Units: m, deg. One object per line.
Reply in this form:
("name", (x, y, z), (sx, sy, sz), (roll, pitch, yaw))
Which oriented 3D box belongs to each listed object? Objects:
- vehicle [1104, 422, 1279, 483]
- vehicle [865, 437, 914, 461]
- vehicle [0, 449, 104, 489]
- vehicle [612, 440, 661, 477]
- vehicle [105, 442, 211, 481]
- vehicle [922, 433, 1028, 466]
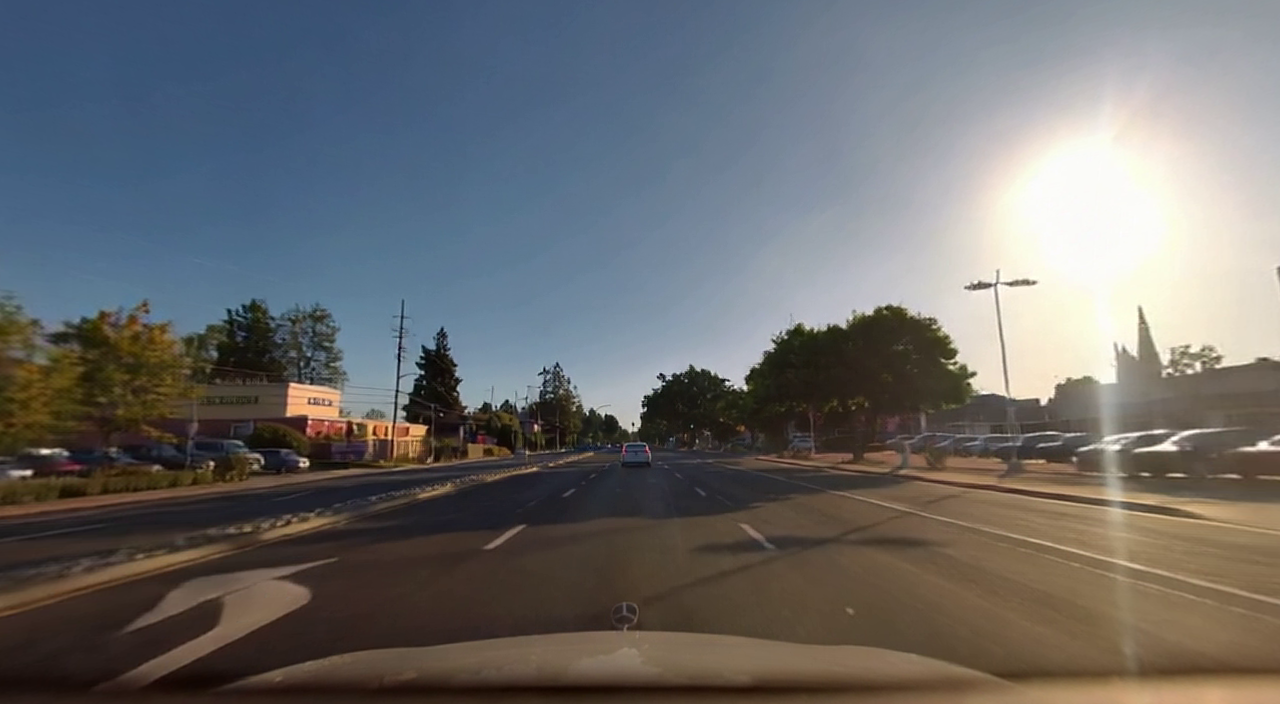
("vehicle", (17.927, 3.138, 19.712), (5.083, 1.778, 2.063), (0, -9, 1))
("vehicle", (18.950, 7.405, 48.088), (1.894, 1.706, 4.583), (0, -9, 1))
("vehicle", (-26.812, 5.115, 27.749), (4.444, 1.630, 2.287), (-1, -8, 6))
("vehicle", (-0.188, 4.567, 27.213), (1.998, 1.452, 3.773), (0, -8, -1))
("vehicle", (-26.987, 6.146, 35.356), (4.087, 1.755, 2.304), (-5, -9, 1))
("vehicle", (17.040, 4.961, 32.149), (4.224, 1.614, 2.028), (0, -9, -1))
